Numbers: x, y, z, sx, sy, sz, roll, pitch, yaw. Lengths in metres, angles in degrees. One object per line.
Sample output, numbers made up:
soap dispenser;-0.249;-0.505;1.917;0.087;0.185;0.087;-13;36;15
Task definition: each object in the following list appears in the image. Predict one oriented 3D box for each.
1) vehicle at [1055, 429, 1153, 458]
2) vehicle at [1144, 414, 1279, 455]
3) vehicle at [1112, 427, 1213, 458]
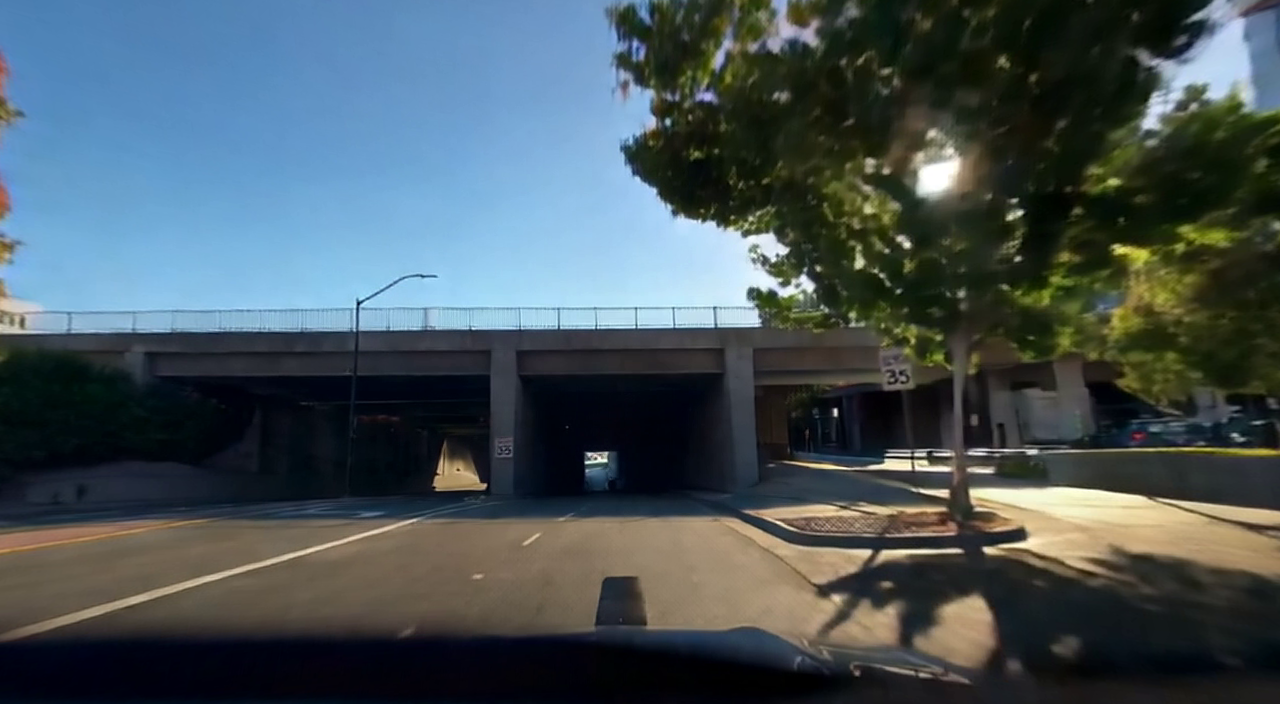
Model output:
vehicle;25.119;4.981;34.403;1.931;1.465;4.207;0;-8;-3
vehicle;31.025;4.472;34.325;2.791;2.013;5.162;0;-8;-3
vehicle;27.813;4.832;33.809;1.901;1.525;3.948;0;-7;-2
